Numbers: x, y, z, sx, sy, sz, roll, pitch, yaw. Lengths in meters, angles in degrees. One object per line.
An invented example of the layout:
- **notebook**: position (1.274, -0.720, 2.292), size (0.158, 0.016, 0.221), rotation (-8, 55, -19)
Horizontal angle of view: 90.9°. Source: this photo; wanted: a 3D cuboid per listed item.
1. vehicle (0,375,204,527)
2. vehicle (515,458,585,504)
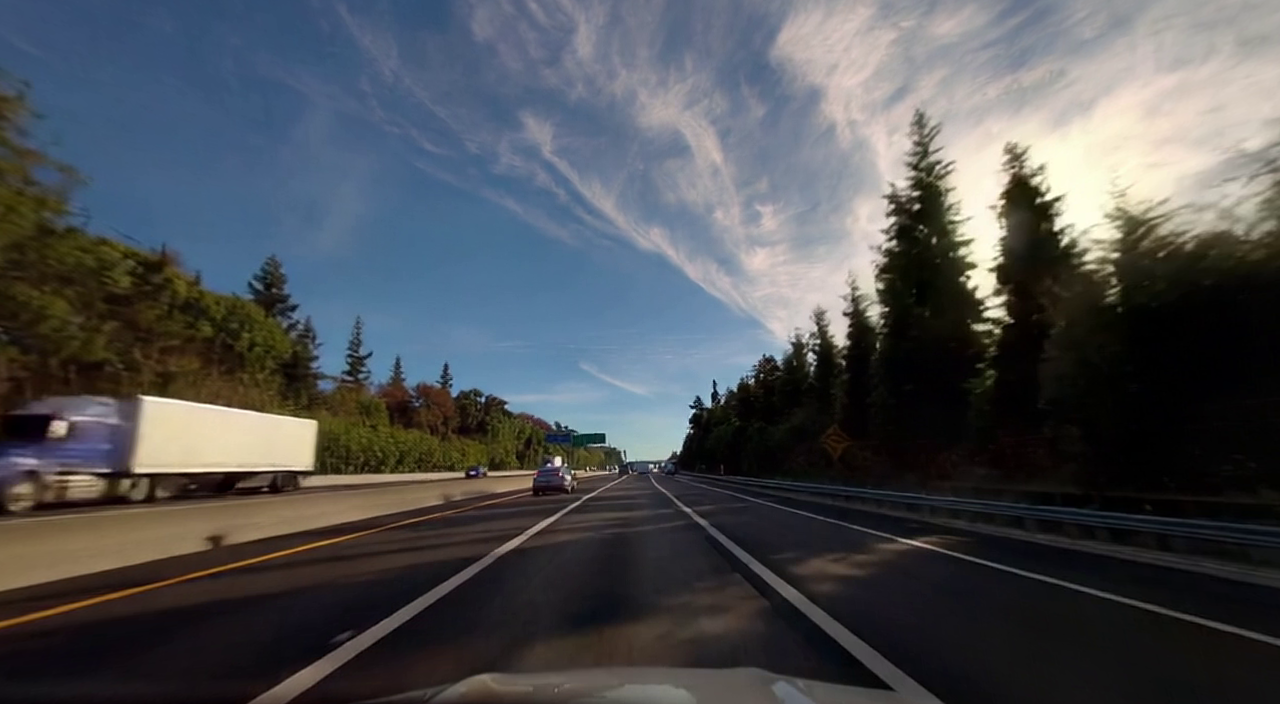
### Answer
- **vehicle**: position (-17.347, 2.932, 18.313), size (2.944, 3.713, 8.529), rotation (1, -11, 1)
- **vehicle**: position (-3.551, 5.225, 25.726), size (2.053, 1.657, 4.725), rotation (1, -10, 1)
